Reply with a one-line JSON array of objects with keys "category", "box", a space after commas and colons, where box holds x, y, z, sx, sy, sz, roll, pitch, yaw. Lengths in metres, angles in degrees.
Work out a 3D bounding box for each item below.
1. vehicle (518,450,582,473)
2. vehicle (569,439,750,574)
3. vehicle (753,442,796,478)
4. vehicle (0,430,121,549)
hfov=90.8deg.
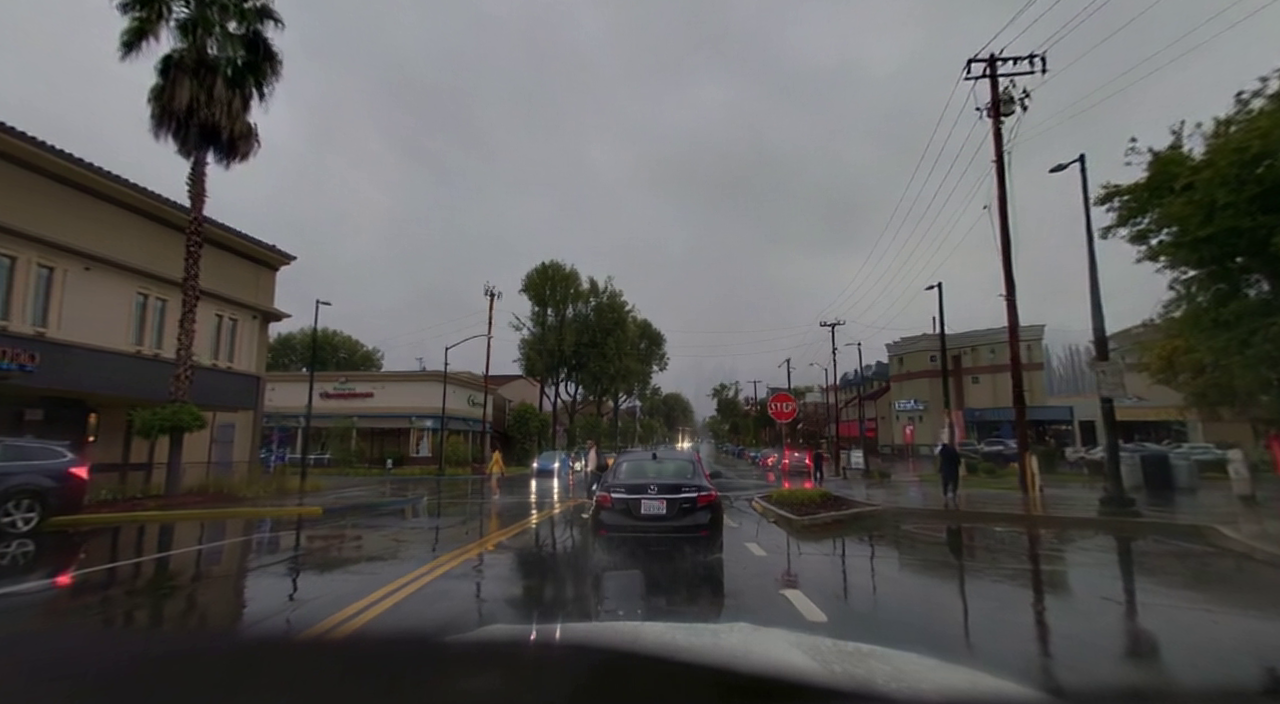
[{"category": "vehicle", "box": [-6.910, 8.464, 48.988, 4.529, 1.682, 1.895, 6, -11, -36]}, {"category": "vehicle", "box": [0.351, 2.037, 9.135, 2.031, 1.479, 3.969, -1, -9, 4]}, {"category": "vehicle", "box": [9.423, 7.556, 44.304, 2.467, 2.369, 1.577, 5, -10, -36]}, {"category": "vehicle", "box": [-10.778, 2.061, 9.515, 2.089, 1.731, 4.223, -9, -12, 44]}]
